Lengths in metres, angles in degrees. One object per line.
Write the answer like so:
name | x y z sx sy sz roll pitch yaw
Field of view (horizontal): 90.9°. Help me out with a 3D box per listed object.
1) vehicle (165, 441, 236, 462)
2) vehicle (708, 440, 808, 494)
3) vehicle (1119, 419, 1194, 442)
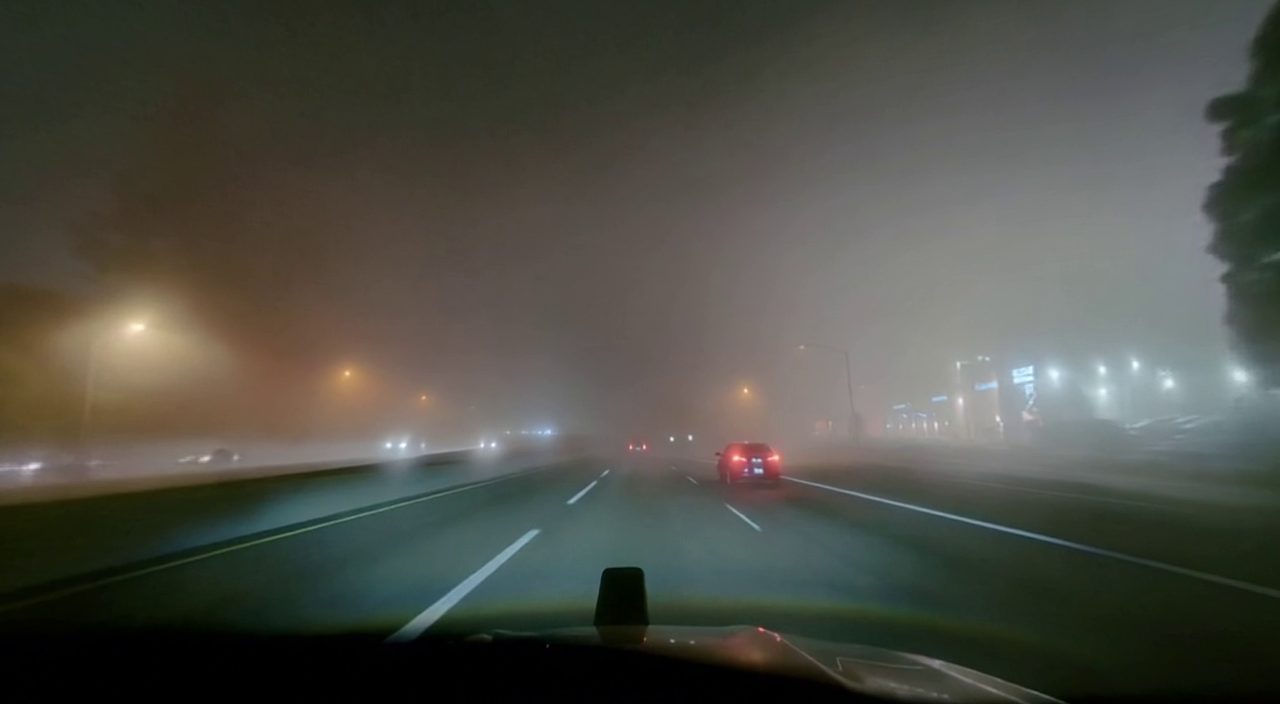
vehicle | -31.794 7.192 45.809 1.971 1.461 4.469 0 -8 -1
vehicle | 3.375 3.395 19.040 2.069 1.431 4.313 0 -9 -2
vehicle | 40.052 6.097 49.031 4.263 1.563 1.862 -9 -10 35
